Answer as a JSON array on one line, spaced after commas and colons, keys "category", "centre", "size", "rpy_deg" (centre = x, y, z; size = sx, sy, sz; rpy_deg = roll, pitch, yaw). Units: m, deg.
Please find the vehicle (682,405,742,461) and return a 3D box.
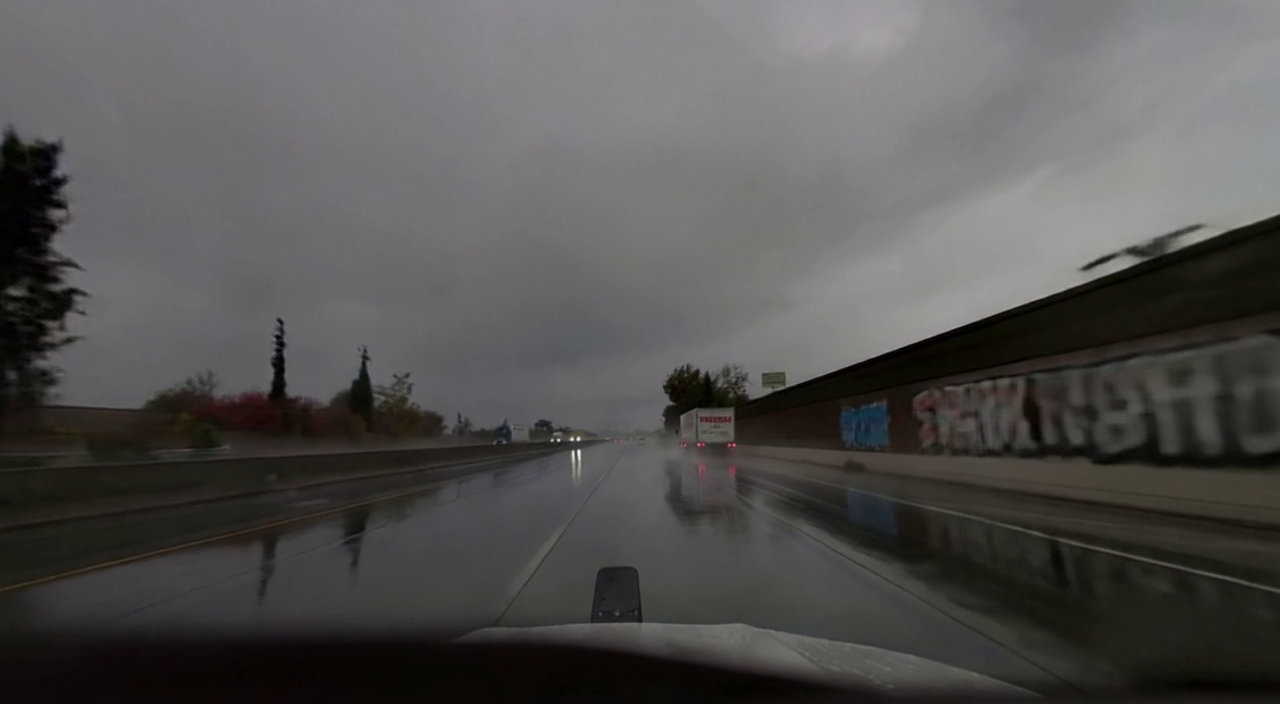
[{"category": "vehicle", "centre": [4.835, 5.735, 44.344], "size": [2.949, 3.470, 10.539], "rpy_deg": [0, -8, 0]}]
